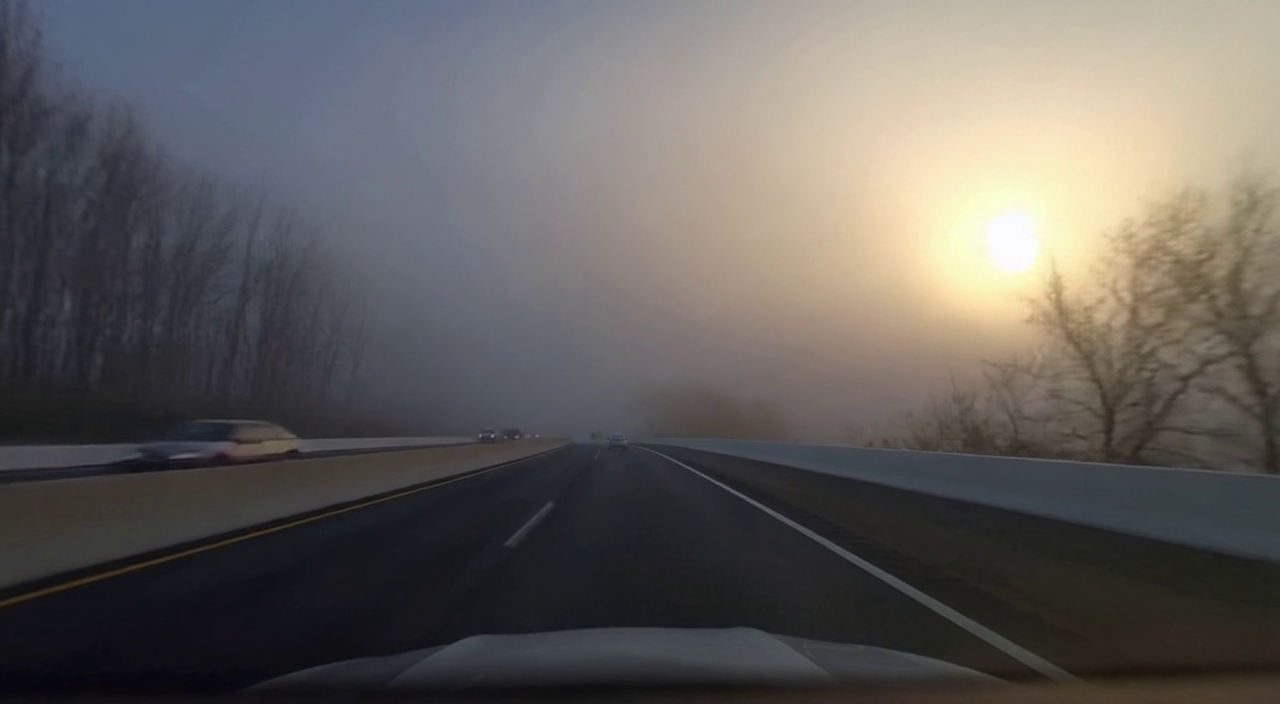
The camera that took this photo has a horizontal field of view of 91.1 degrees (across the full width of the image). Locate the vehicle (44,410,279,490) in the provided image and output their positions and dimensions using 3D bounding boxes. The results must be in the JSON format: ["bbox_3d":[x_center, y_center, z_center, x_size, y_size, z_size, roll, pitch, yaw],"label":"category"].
[{"bbox_3d":[-10.849,2.259,14.836,2.003,1.580,4.606,0,-8,-1],"label":"vehicle"}]
